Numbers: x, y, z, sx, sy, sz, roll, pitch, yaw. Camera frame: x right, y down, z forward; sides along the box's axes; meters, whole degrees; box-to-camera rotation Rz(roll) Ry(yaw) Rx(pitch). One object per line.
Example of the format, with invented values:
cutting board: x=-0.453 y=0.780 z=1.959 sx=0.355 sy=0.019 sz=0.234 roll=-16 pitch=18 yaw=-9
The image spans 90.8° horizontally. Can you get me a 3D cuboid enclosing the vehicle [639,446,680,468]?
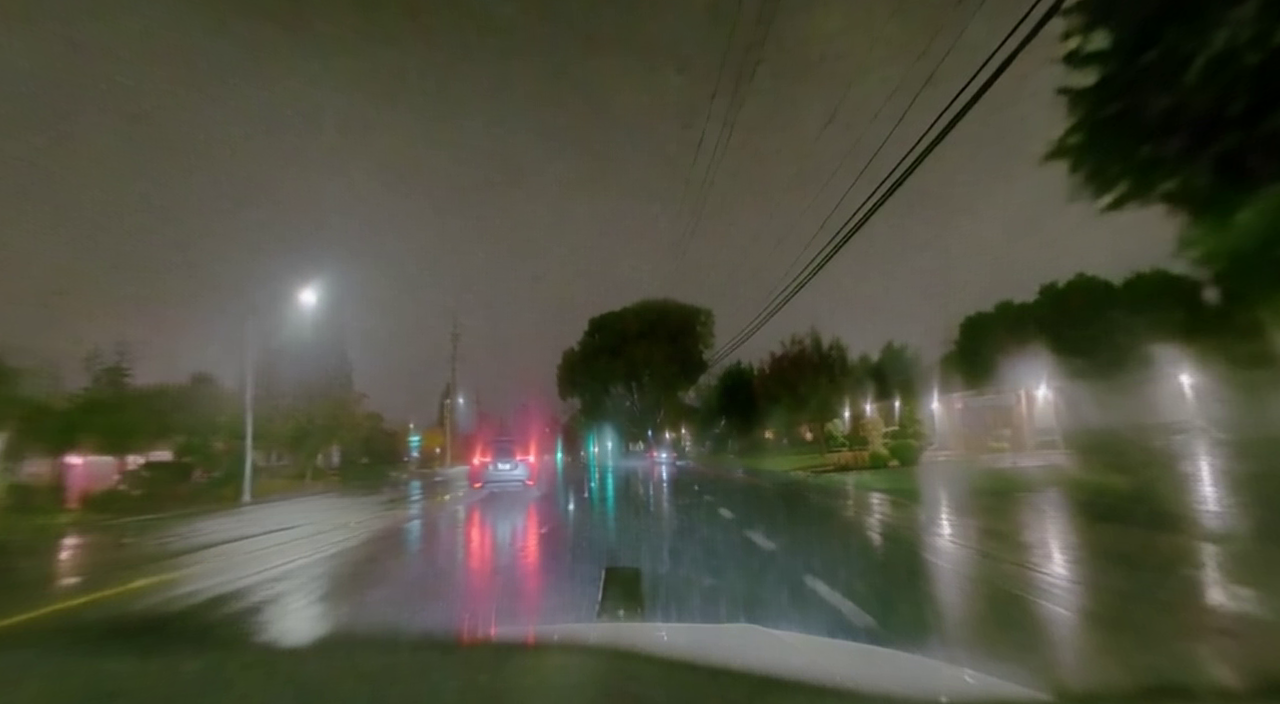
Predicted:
vehicle: x=1.336 y=7.475 z=45.242 sx=1.928 sy=1.447 sz=4.386 roll=1 pitch=-8 yaw=-12

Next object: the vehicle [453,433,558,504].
vehicle: x=-3.771 y=3.335 z=18.565 sx=2.175 sy=1.772 sz=4.442 roll=-1 pitch=-8 yaw=-1

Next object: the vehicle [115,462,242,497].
vehicle: x=-22.016 y=6.065 z=30.283 sx=4.525 sy=1.455 sz=1.821 roll=0 pitch=-8 yaw=-5
